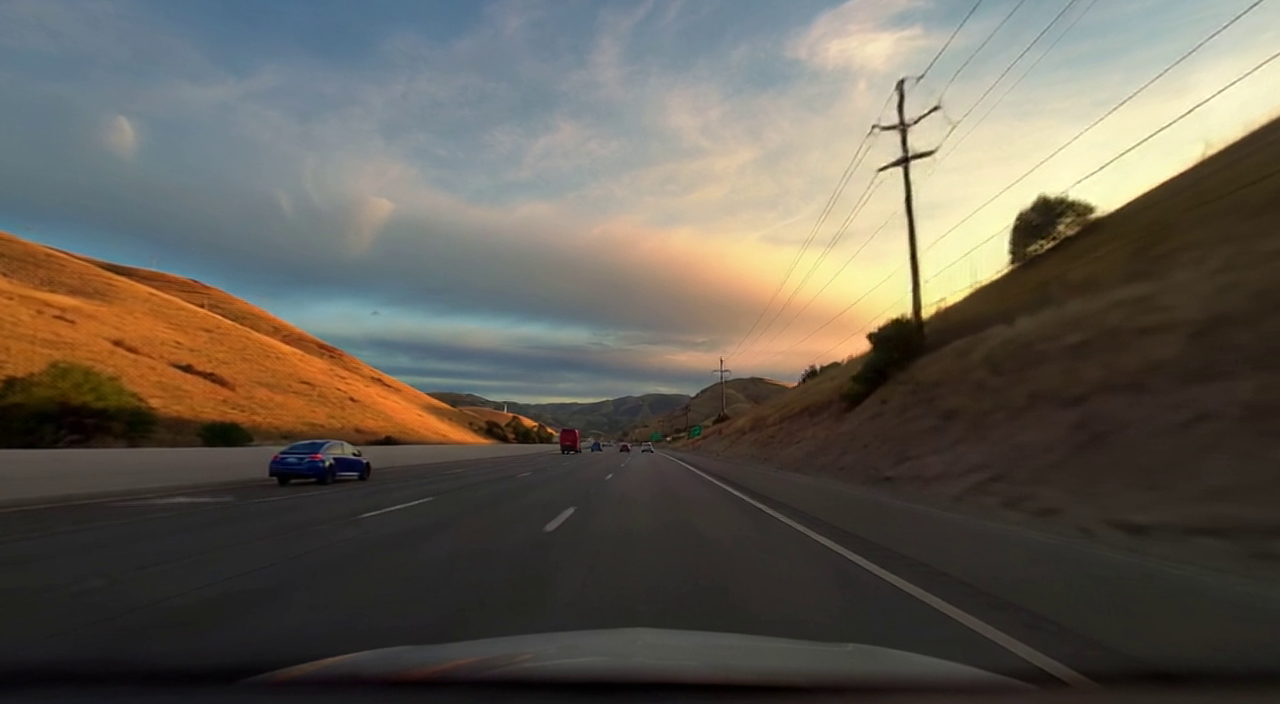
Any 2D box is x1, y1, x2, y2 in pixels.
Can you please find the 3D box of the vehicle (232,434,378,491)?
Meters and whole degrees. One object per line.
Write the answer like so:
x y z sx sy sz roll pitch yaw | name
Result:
-10.455 3.479 20.199 1.971 1.558 4.847 0 -9 0 | vehicle
